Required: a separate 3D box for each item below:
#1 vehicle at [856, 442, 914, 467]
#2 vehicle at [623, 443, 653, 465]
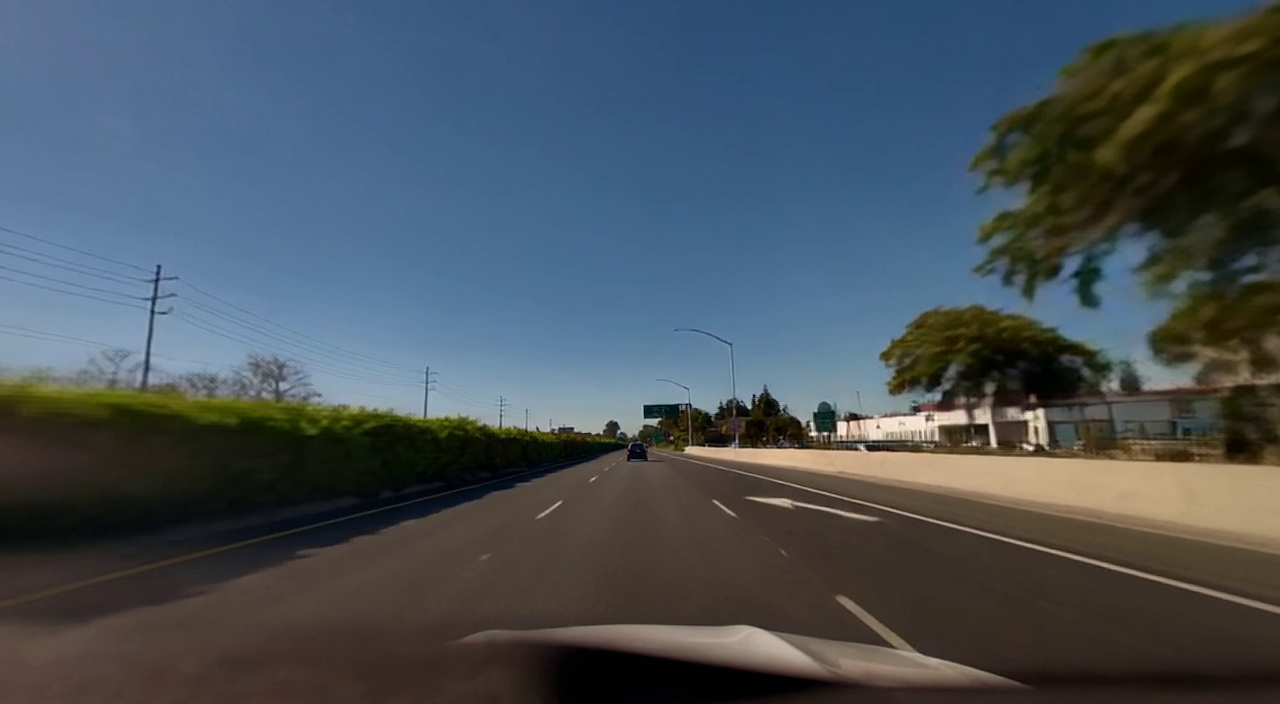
[{"bbox_3d":[15.969,6.722,41.263,1.987,1.517,4.405,0,-9,0],"label":"vehicle"},{"bbox_3d":[-0.183,7.637,47.215,2.110,1.555,4.431,0,-9,-1],"label":"vehicle"}]
